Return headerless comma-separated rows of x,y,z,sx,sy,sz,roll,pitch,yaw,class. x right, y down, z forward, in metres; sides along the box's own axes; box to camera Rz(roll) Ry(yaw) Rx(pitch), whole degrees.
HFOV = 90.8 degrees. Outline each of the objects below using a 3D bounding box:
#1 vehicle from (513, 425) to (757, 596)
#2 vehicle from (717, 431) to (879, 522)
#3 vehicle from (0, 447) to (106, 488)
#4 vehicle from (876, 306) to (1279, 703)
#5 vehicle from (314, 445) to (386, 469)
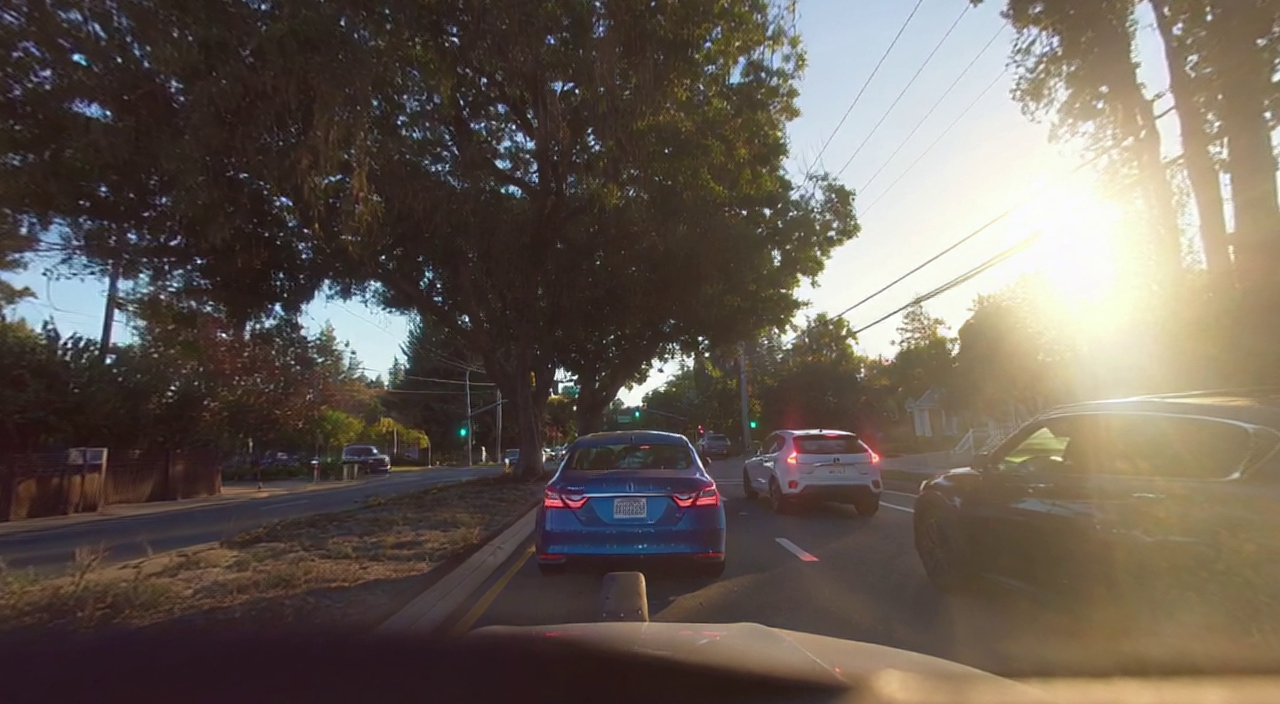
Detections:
-0.085,1.732,7.810,2.186,1.500,4.141,0,-8,-1,vehicle
2.958,2.437,13.003,1.971,1.517,4.521,0,-8,-3,vehicle
-22.523,4.235,23.310,4.092,1.438,1.639,-1,-8,1,vehicle
3.368,0.966,4.011,2.006,1.766,4.345,0,-8,-1,vehicle
-19.893,7.201,43.431,3.957,1.630,1.881,0,-8,0,vehicle
